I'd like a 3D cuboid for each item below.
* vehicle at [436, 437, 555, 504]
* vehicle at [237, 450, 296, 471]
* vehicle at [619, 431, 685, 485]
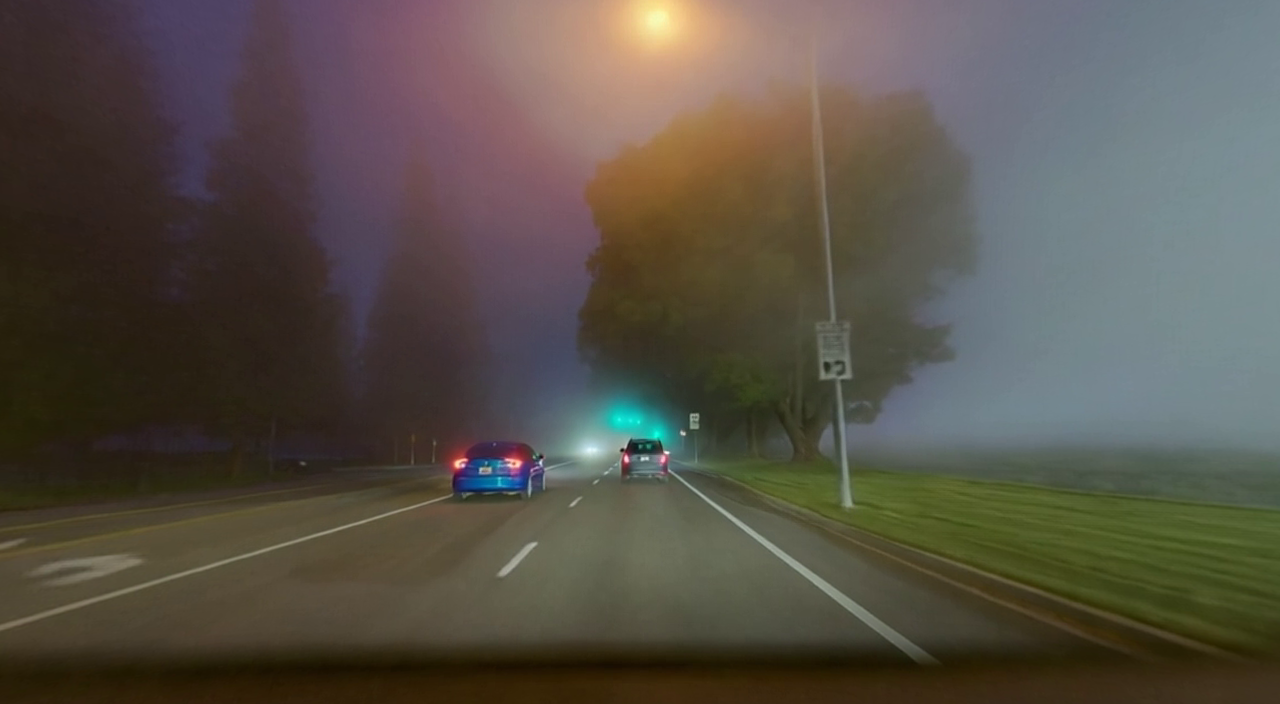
[{"bbox_3d":[-3.445,2.903,15.887,2.036,1.447,4.044,0,-8,0],"label":"vehicle"},{"bbox_3d":[-27.943,8.095,47.205,1.826,1.464,4.533,0,-8,-3],"label":"vehicle"},{"bbox_3d":[0.352,3.888,23.440,2.215,1.799,4.426,0,-8,-1],"label":"vehicle"}]
